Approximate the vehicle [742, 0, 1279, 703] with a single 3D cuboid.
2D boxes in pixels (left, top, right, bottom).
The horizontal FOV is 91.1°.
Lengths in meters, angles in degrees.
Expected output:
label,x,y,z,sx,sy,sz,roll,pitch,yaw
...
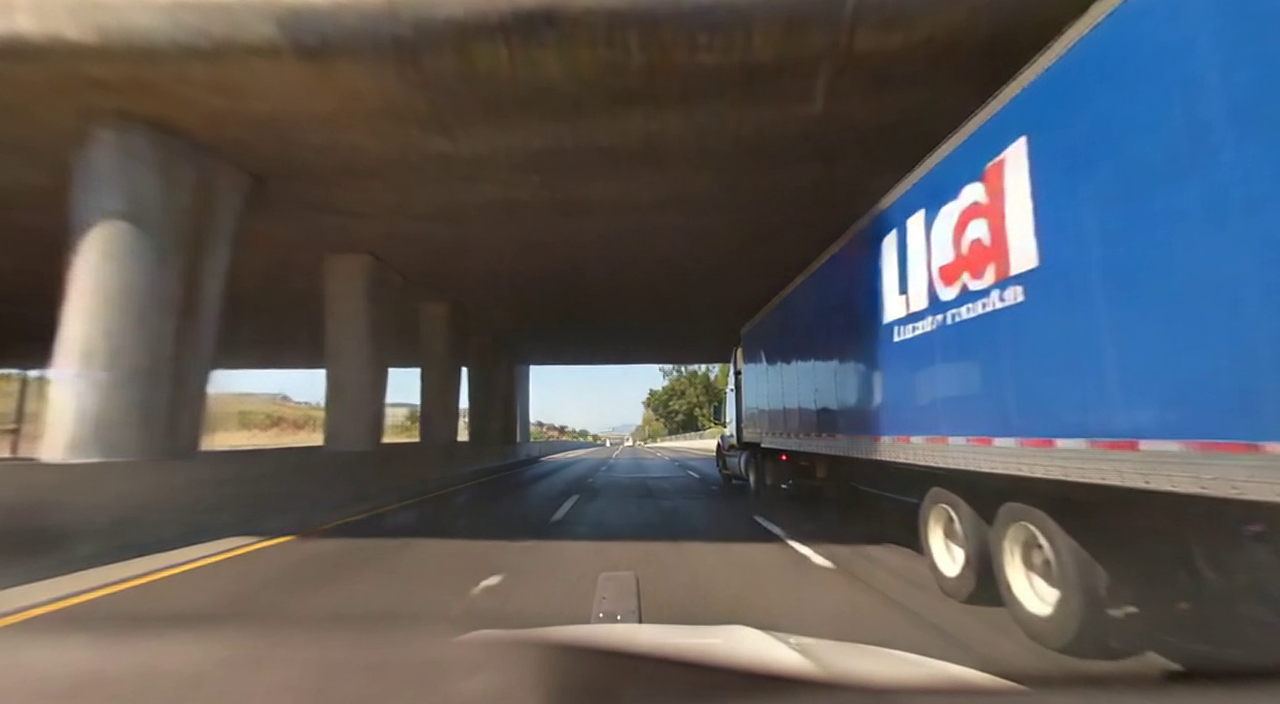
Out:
label,x,y,z,sx,sy,sz,roll,pitch,yaw
vehicle,4.152,0.261,8.004,3.034,4.194,14.704,0,-8,-1
